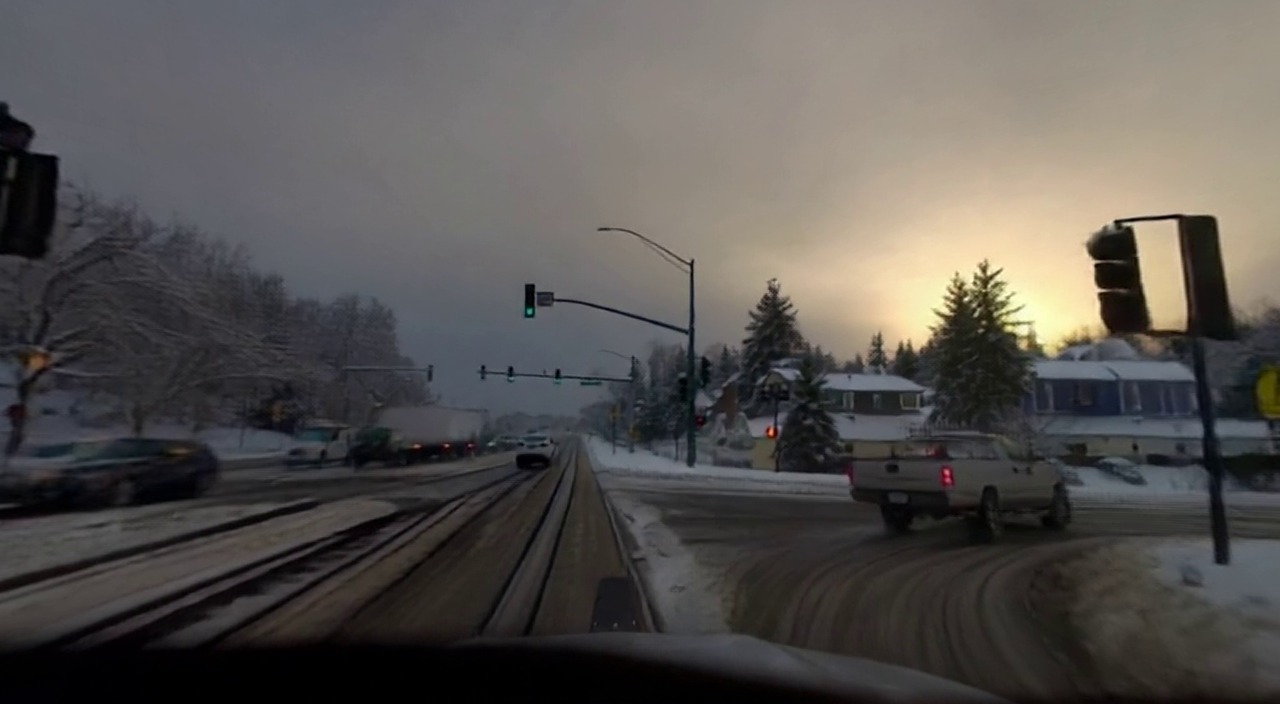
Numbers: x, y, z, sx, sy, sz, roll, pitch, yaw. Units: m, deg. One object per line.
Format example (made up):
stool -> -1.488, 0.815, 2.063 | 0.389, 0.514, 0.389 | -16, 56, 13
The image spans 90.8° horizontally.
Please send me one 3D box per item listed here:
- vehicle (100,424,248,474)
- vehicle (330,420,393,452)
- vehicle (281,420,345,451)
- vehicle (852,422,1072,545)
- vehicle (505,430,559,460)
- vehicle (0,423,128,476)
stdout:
vehicle -> -15.261, 3.195, 21.045 | 1.864, 1.456, 4.409 | 2, -8, -5
vehicle -> -17.265, 5.259, 39.460 | 2.013, 1.787, 4.823 | 1, -8, -4
vehicle -> -21.635, 5.583, 42.000 | 1.972, 1.898, 4.620 | 1, -8, -4
vehicle -> 6.661, 2.471, 12.753 | 2.404, 1.926, 5.251 | -7, -11, 44
vehicle -> -5.697, 4.958, 33.808 | 2.004, 1.482, 4.799 | 1, -8, 0
vehicle -> -19.013, 3.044, 20.058 | 1.908, 1.482, 4.621 | 2, -8, -6
